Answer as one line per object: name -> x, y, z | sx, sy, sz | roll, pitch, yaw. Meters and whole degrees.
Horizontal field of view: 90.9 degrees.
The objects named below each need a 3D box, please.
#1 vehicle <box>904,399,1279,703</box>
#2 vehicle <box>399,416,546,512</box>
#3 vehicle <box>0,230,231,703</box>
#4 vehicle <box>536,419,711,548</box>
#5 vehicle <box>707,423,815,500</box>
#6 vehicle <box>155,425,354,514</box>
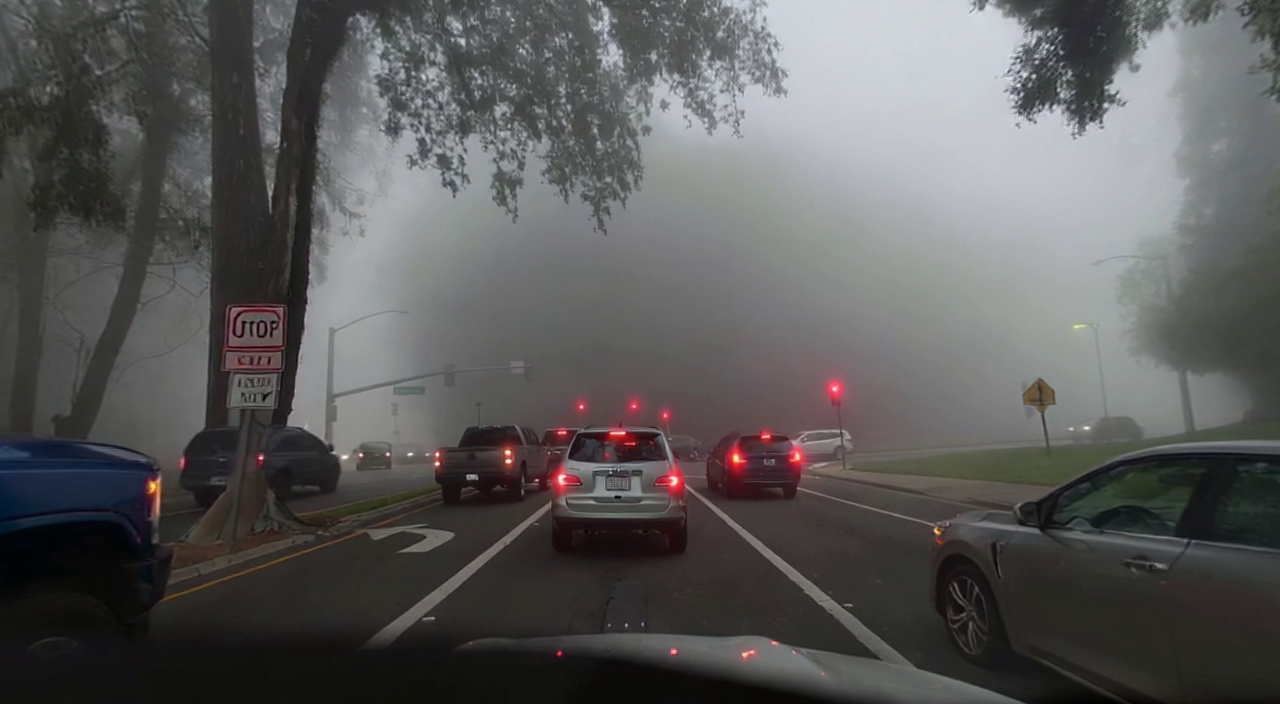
vehicle -> 3.018, 0.968, 2.525 | 1.874, 1.477, 4.698 | 0, -8, 0
vehicle -> -3.632, 2.525, 14.666 | 2.089, 1.857, 4.488 | 0, -8, 1
vehicle -> -3.475, 0.349, 0.301 | 2.656, 2.021, 5.800 | 0, -8, 0
vehicle -> -0.222, 1.939, 9.874 | 2.194, 1.607, 3.690 | 0, -8, 0
vehicle -> 3.170, 2.992, 17.614 | 2.102, 1.841, 4.587 | 0, -8, 0
vehicle -> -8.390, 2.574, 14.375 | 2.122, 1.653, 4.807 | 1, -9, -9
